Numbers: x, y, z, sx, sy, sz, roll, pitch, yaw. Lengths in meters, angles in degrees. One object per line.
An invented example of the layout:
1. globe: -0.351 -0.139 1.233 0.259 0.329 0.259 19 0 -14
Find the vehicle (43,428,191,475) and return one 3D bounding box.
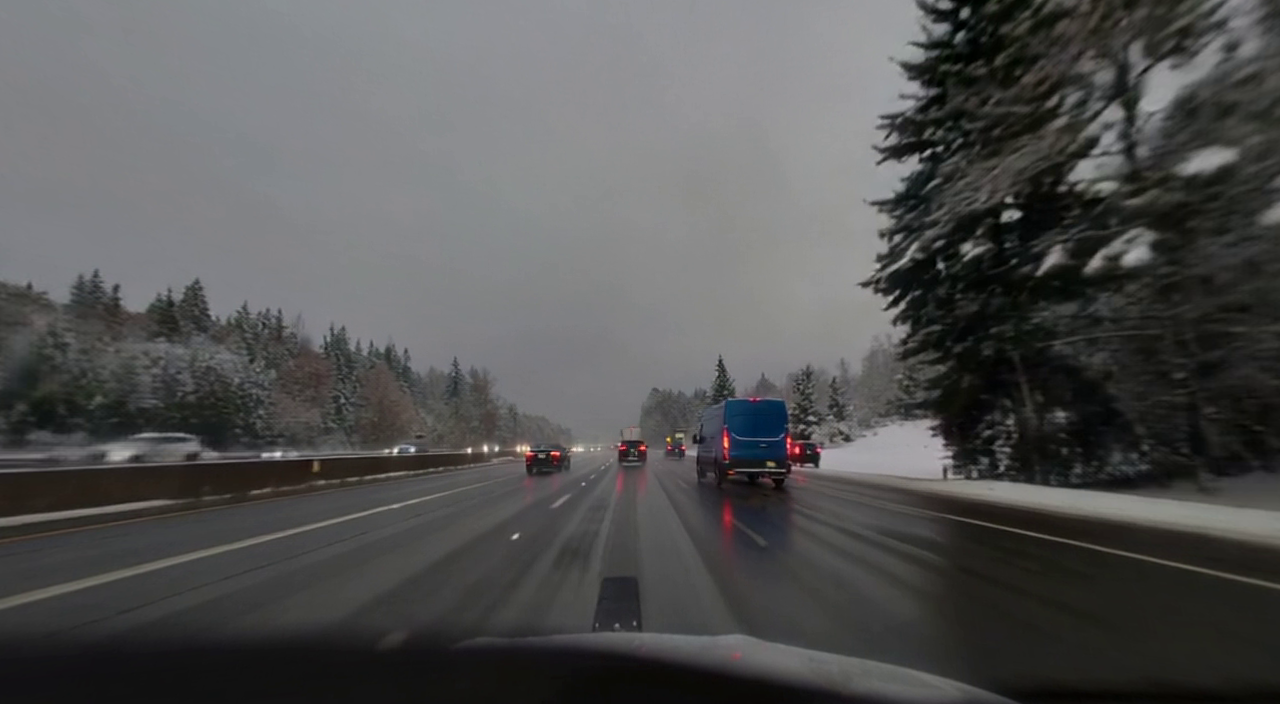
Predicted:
1. vehicle: -17.260 3.309 21.105 1.932 1.435 3.510 0 -8 -1

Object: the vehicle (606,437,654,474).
1. vehicle: -0.545 5.351 32.857 2.297 1.783 4.355 0 -8 -1

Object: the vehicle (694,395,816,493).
1. vehicle: 3.489 3.055 20.985 2.631 2.709 6.496 0 -8 -2

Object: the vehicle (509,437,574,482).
1. vehicle: -4.046 4.482 26.706 2.023 1.709 4.263 0 -8 0

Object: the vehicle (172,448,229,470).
1. vehicle: -28.753 6.982 41.424 1.469 1.316 3.179 0 -8 0
